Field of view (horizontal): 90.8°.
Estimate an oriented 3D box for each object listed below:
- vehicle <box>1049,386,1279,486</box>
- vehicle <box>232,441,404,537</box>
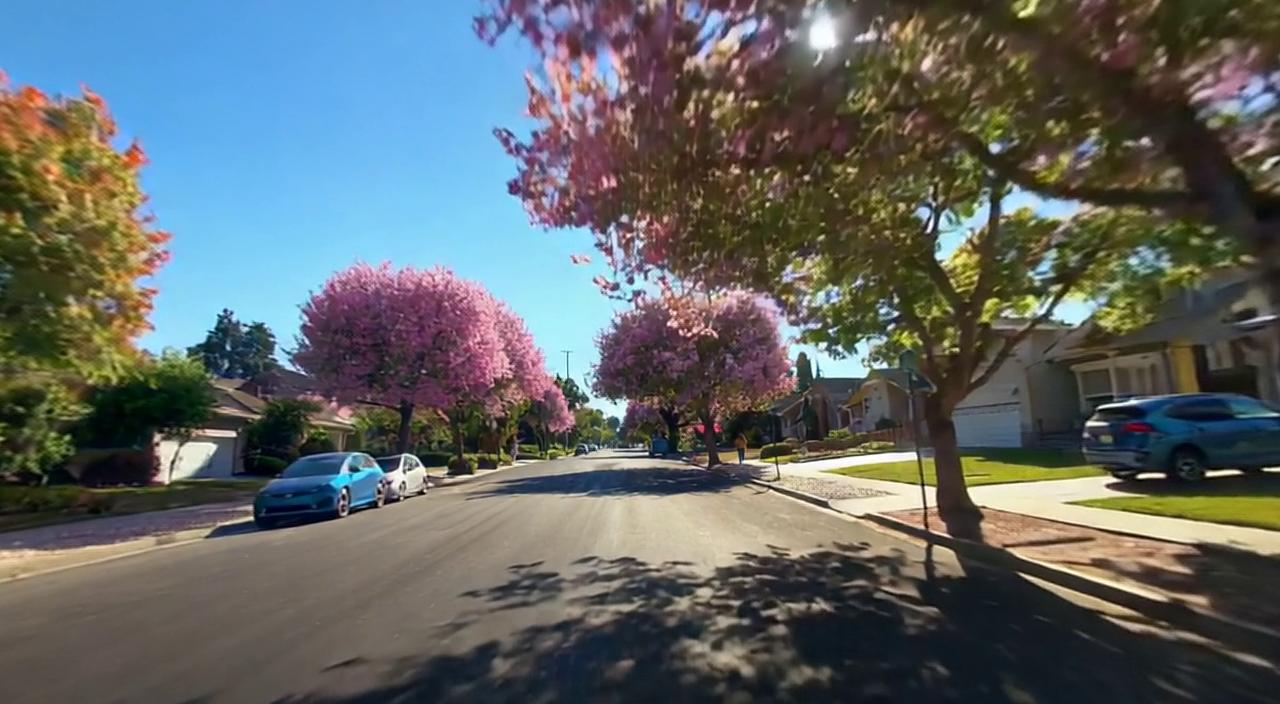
[{"bbox_3d":[11.485,1.672,12.599,5.198,1.813,2.028,0,-8,-1],"label":"vehicle"},{"bbox_3d":[-6.429,2.691,13.216,1.874,1.497,4.233,-2,-7,-7],"label":"vehicle"}]
